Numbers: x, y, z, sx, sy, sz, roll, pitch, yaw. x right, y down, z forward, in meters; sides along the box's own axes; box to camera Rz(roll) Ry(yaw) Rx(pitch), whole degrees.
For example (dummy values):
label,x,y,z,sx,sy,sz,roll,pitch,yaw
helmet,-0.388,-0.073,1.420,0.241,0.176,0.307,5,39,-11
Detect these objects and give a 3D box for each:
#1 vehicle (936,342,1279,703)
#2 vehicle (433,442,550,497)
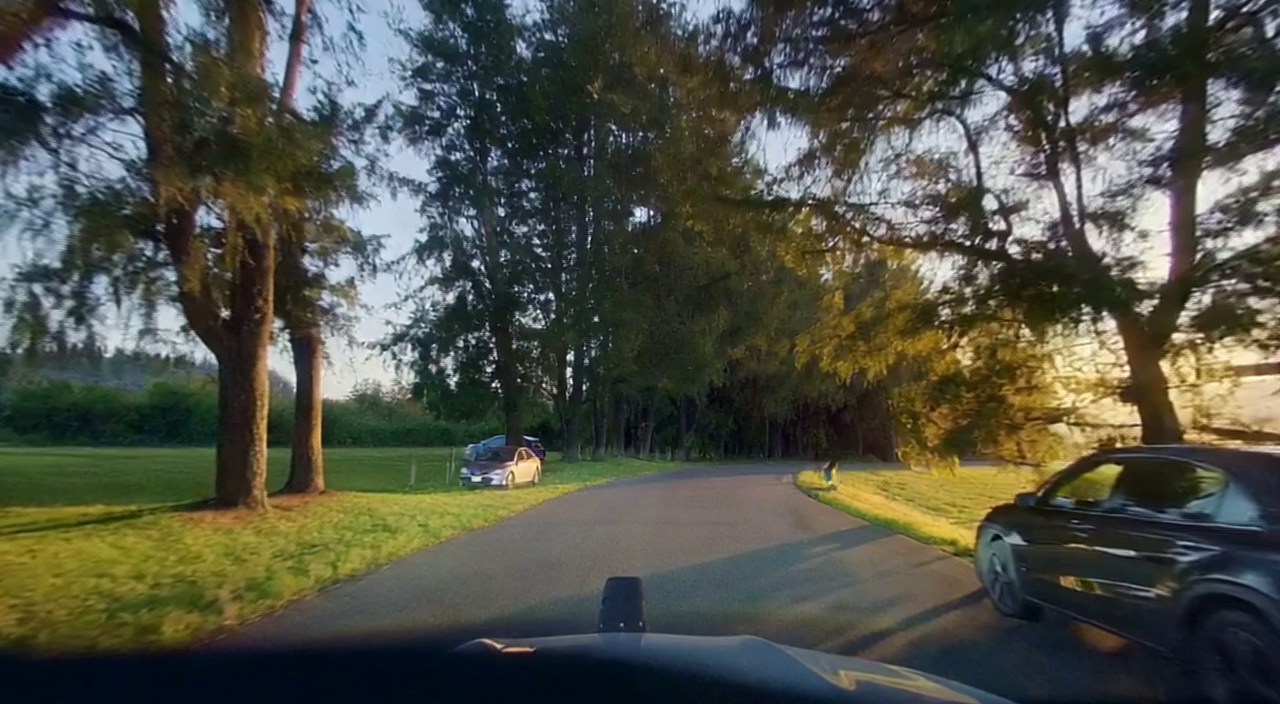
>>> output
label,x,y,z,sx,sy,sz,roll,pitch,yaw
vehicle,3.894,1.034,3.808,2.034,1.841,4.713,-1,-8,3
vehicle,-4.521,3.662,20.049,2.166,1.512,4.822,-1,-8,5
